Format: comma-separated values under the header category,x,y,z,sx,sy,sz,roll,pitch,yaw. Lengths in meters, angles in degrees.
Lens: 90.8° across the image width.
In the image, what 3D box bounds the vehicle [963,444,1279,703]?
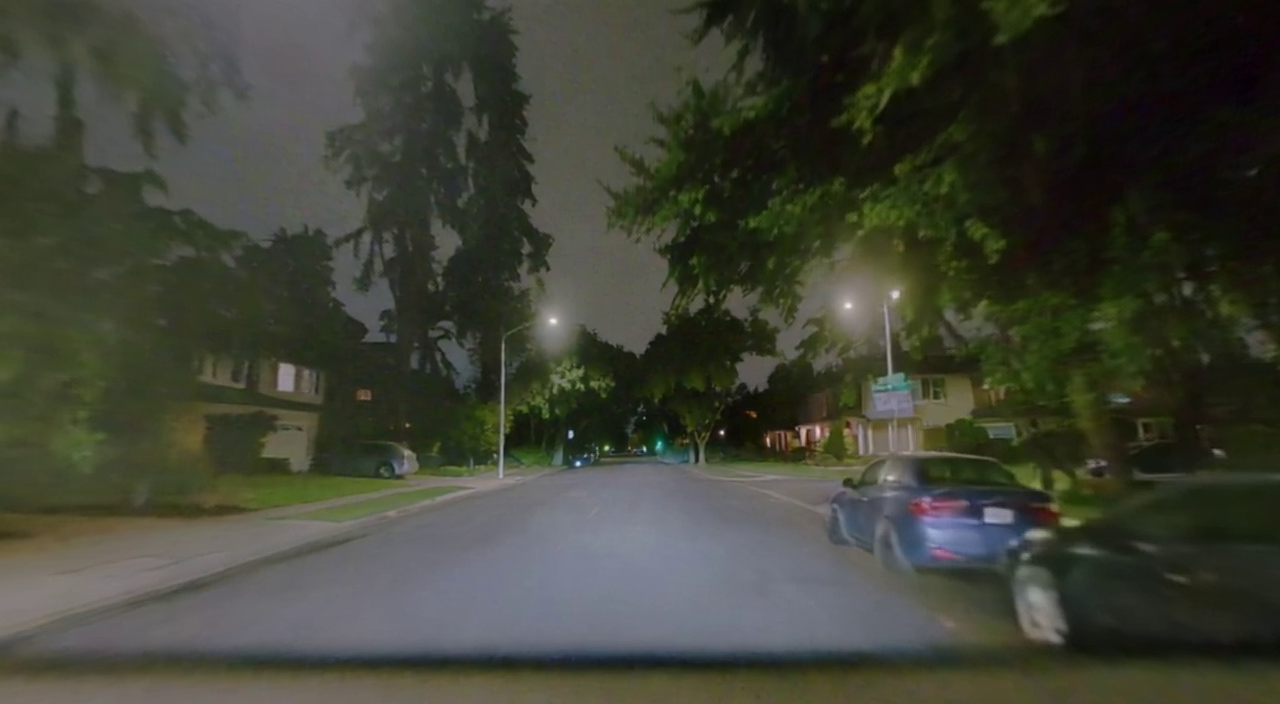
category,x,y,z,sx,sy,sz,roll,pitch,yaw
vehicle,3.637,1.187,2.996,1.857,1.480,4.201,0,-9,-2

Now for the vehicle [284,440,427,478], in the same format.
category,x,y,z,sx,sy,sz,roll,pitch,yaw
vehicle,-13.934,5.285,31.309,5.863,1.773,2.451,0,-9,-4

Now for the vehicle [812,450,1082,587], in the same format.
category,x,y,z,sx,sy,sz,roll,pitch,yaw
vehicle,3.867,2.114,8.839,1.849,1.470,3.807,0,-9,0
